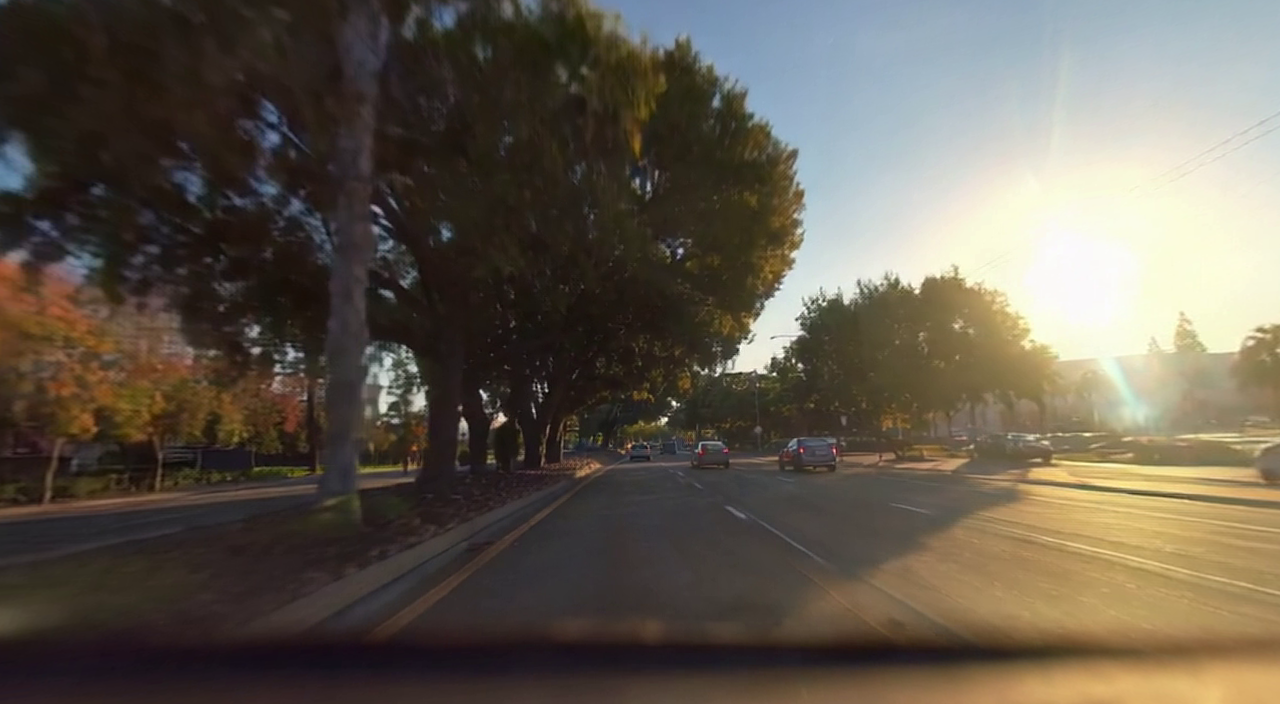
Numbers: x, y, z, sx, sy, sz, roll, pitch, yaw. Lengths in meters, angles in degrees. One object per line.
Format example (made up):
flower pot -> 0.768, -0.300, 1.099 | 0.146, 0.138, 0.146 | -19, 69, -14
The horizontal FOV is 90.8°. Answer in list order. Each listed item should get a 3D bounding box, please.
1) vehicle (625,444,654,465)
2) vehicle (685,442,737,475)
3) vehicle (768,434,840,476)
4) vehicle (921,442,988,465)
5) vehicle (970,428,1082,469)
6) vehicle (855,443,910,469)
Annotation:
vehicle -> -0.079, 7.663, 47.251 | 2.031, 1.444, 4.361 | 0, -9, -1
vehicle -> 3.328, 5.095, 30.494 | 1.875, 1.452, 4.453 | 0, -9, -2
vehicle -> 7.008, 4.460, 27.479 | 1.916, 1.646, 4.258 | 0, -9, -1
vehicle -> 20.867, 6.744, 42.141 | 1.822, 1.456, 4.860 | 0, -9, -2
vehicle -> 20.982, 5.304, 34.768 | 2.304, 2.044, 5.894 | 0, -9, -2
vehicle -> 14.367, 6.161, 37.569 | 1.743, 1.505, 3.682 | 0, -9, -1
